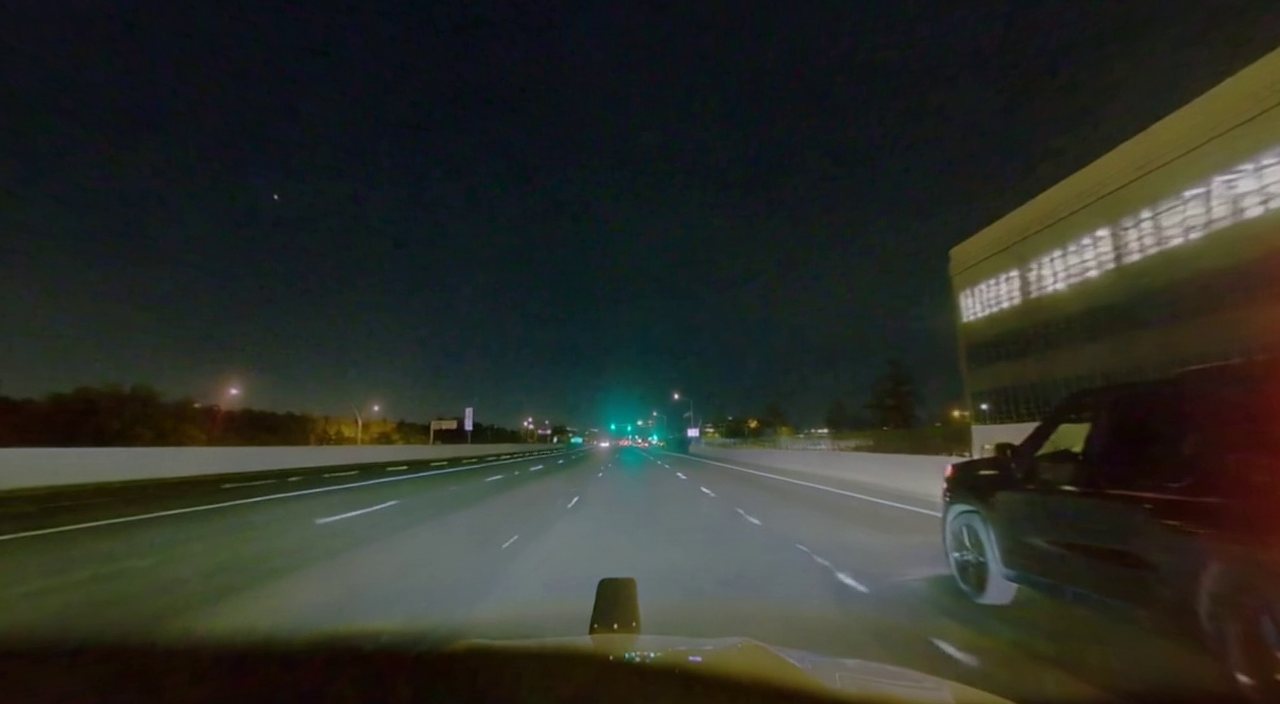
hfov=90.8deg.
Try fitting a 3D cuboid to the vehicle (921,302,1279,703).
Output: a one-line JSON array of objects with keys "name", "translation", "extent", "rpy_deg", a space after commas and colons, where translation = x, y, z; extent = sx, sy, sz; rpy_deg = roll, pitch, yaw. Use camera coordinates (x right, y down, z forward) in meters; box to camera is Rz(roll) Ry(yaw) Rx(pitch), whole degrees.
[{"name": "vehicle", "translation": [3.603, 0.755, 2.918], "extent": [2.212, 1.753, 5.064], "rpy_deg": [0, -9, -1]}]
